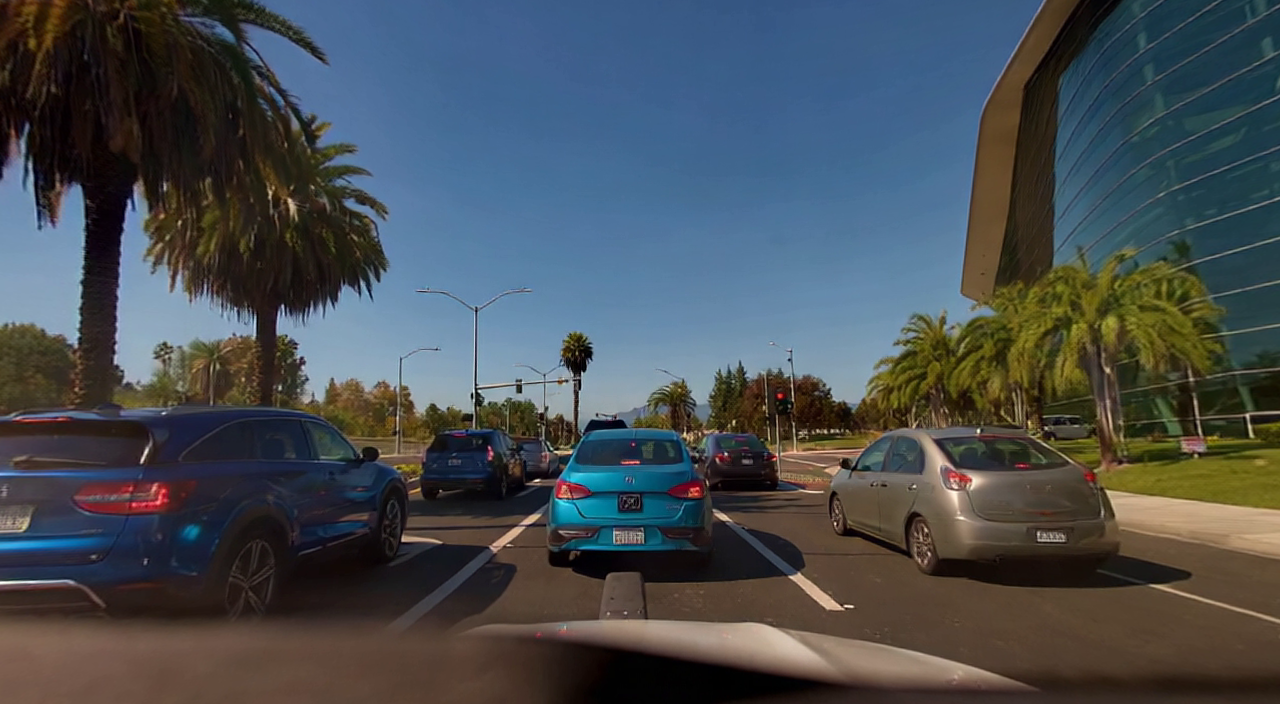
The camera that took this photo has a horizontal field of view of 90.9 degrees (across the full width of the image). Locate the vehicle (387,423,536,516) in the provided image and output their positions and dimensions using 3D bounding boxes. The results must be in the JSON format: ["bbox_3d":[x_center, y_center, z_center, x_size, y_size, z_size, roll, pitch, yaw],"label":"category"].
[{"bbox_3d":[-3.471,2.358,13.074,1.917,1.631,3.768,0,-8,1],"label":"vehicle"}]

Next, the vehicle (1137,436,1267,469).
[{"bbox_3d":[25.456,4.548,28.662,4.014,1.417,1.777,-1,-8,5],"label":"vehicle"}]

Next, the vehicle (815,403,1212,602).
[{"bbox_3d":[3.833,1.622,7.691,2.064,1.696,4.431,0,-8,-1],"label":"vehicle"}]

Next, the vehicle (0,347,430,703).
[{"bbox_3d":[-3.536,1.177,5.359,2.014,1.775,4.404,0,-8,-1],"label":"vehicle"}]

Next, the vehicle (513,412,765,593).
[{"bbox_3d":[-0.052,1.657,7.809,2.219,1.586,4.321,0,-8,-1],"label":"vehicle"}]
